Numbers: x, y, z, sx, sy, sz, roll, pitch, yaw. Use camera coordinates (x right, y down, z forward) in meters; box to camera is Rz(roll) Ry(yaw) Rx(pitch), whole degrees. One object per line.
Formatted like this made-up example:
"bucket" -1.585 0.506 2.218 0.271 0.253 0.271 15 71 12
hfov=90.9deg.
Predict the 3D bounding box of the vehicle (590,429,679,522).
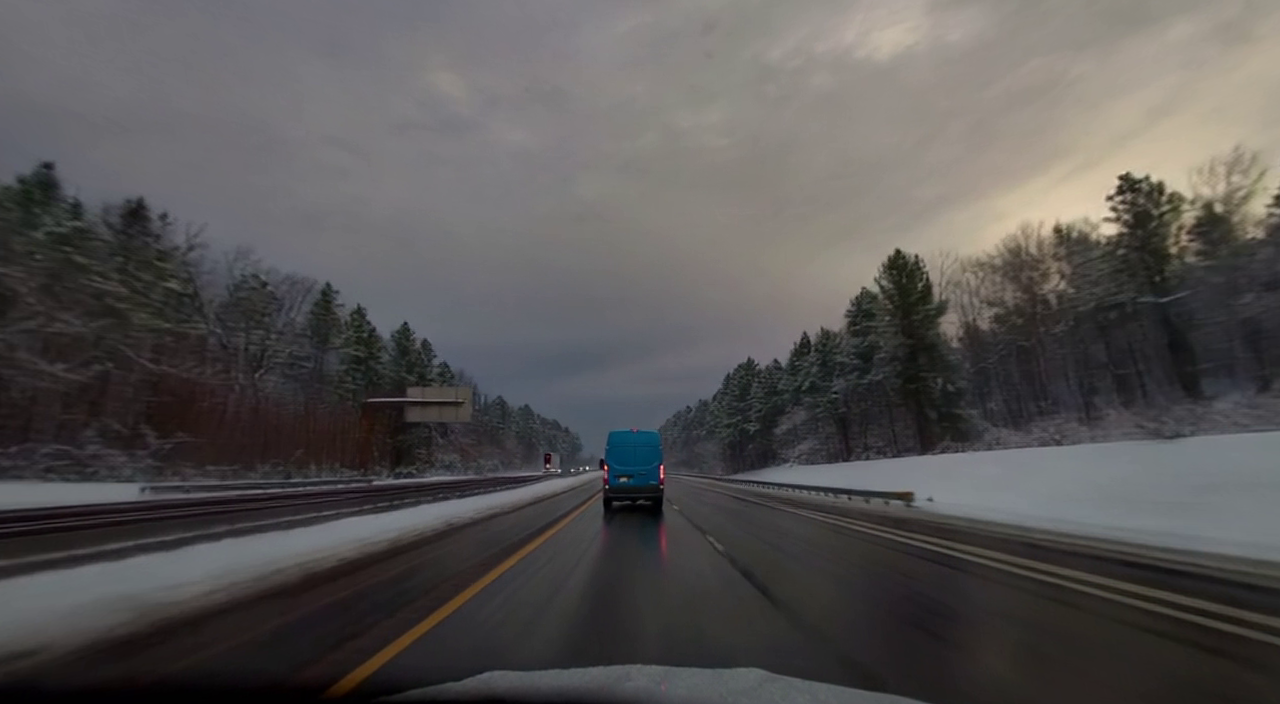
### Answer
"vehicle" -0.299 3.877 20.066 2.375 2.432 6.161 1 -10 -3
